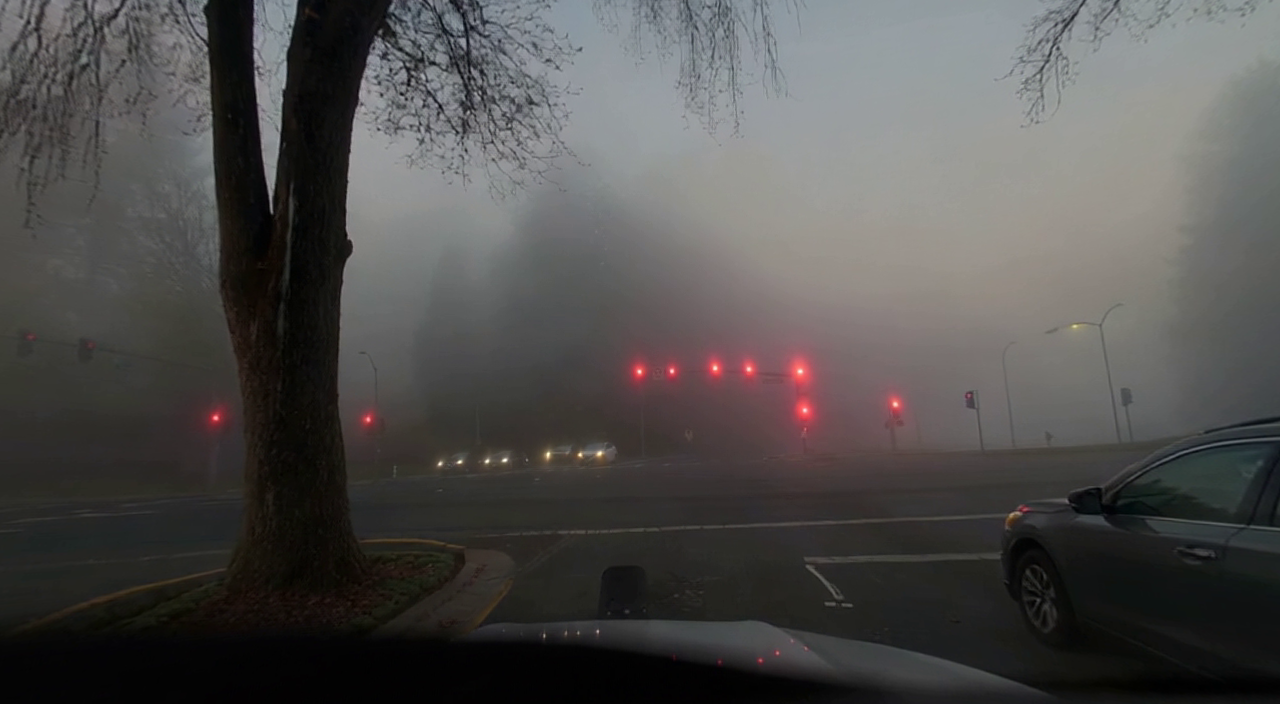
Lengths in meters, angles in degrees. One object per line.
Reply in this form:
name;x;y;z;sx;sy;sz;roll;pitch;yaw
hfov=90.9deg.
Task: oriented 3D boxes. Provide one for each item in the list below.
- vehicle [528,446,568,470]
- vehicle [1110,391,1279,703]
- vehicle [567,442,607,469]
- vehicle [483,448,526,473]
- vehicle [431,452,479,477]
vehicle;-6.581;7.616;45.498;2.126;1.657;4.307;-1;-9;2
vehicle;3.024;0.621;0.425;1.978;1.468;4.544;0;-9;2
vehicle;-3.612;7.176;43.950;2.215;1.732;4.684;-1;-9;2
vehicle;-9.811;7.845;45.949;2.064;1.725;4.243;0;-9;1
vehicle;-13.436;8.163;45.982;2.101;1.637;4.304;0;-9;1
